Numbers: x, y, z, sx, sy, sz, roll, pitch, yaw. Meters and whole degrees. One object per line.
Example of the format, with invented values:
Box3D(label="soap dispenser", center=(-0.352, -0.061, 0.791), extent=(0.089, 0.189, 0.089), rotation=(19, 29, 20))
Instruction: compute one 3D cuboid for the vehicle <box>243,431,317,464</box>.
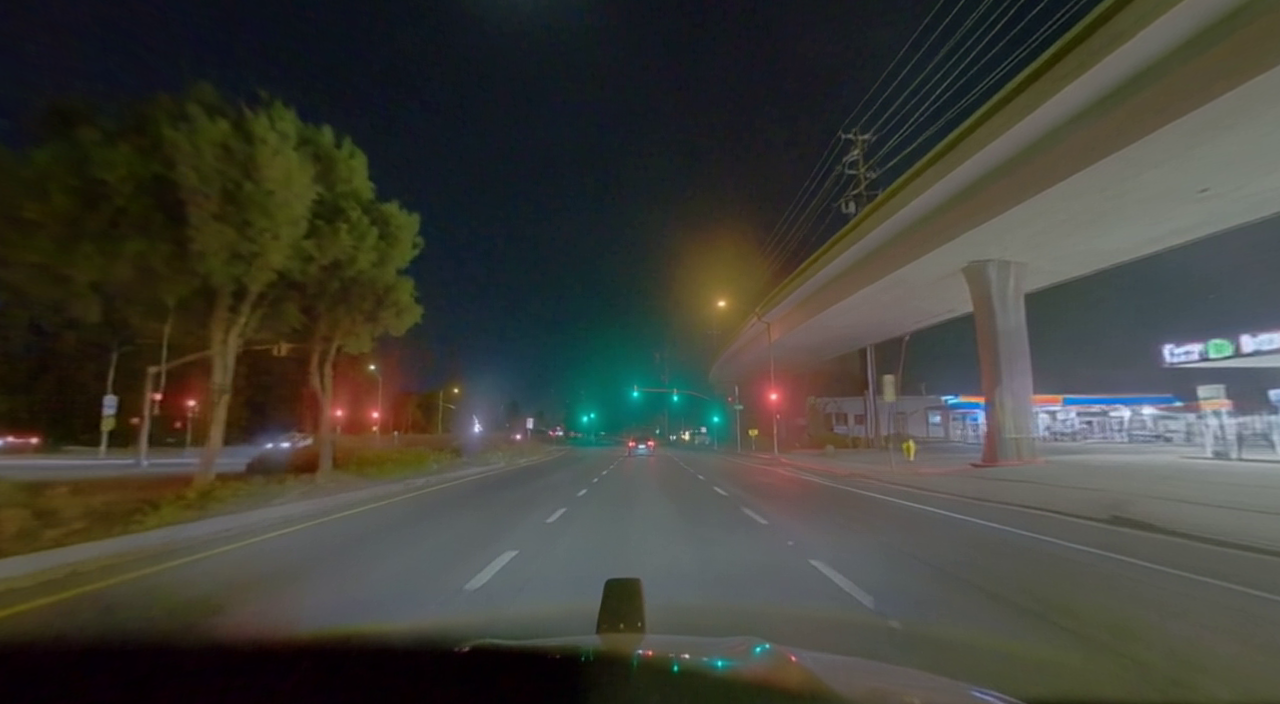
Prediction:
Box3D(label="vehicle", center=(-23.222, 6.198, 40.746), extent=(2.026, 1.965, 4.674), rotation=(0, -8, -1))

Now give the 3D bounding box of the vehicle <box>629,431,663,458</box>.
Box3D(label="vehicle", center=(0.357, 5.914, 40.135), extent=(2.074, 1.631, 3.793), rotation=(0, -8, 0))
